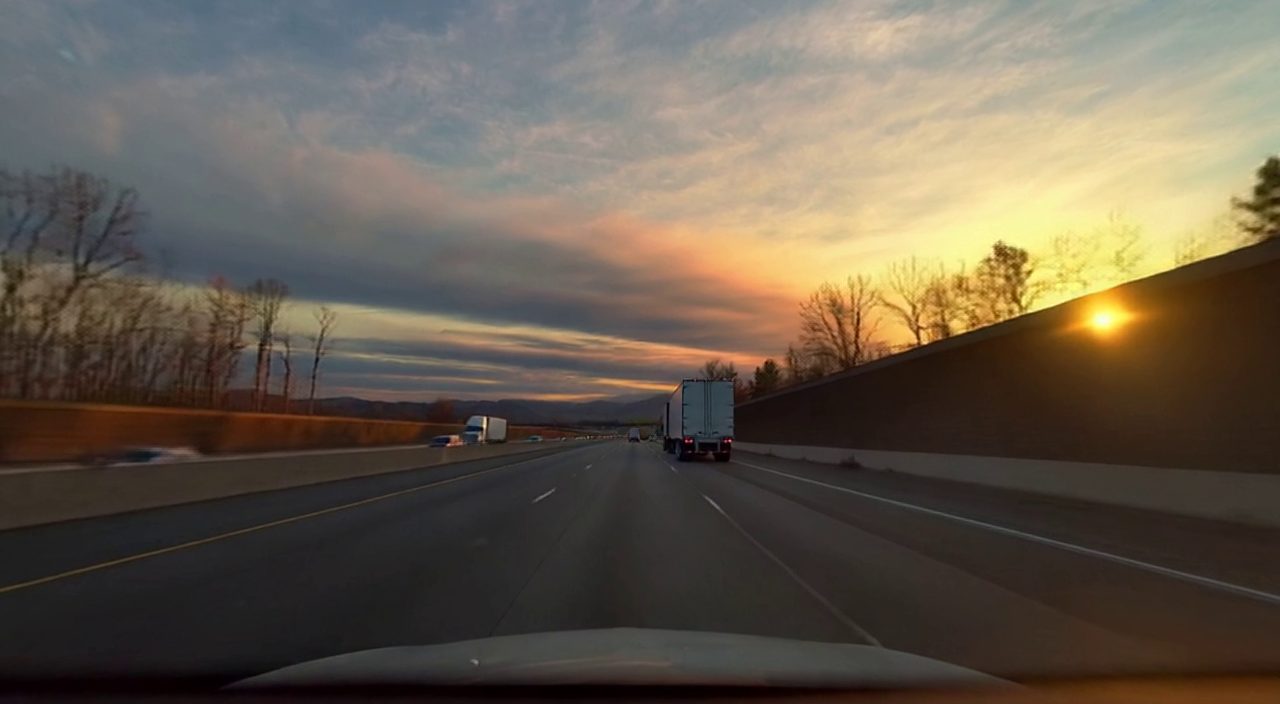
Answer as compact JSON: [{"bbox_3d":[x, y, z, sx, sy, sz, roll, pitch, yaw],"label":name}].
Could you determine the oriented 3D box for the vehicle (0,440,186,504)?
[{"bbox_3d":[-15.567,3.303,17.937,1.861,1.556,4.536,0,-8,0],"label":"vehicle"}]

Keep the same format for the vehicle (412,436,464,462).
[{"bbox_3d":[-12.251,5.900,38.392,1.847,1.490,4.234,0,-8,-1],"label":"vehicle"}]

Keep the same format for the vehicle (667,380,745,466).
[{"bbox_3d":[3.573,4.465,38.687,2.979,4.161,15.508,0,-7,-1],"label":"vehicle"}]
